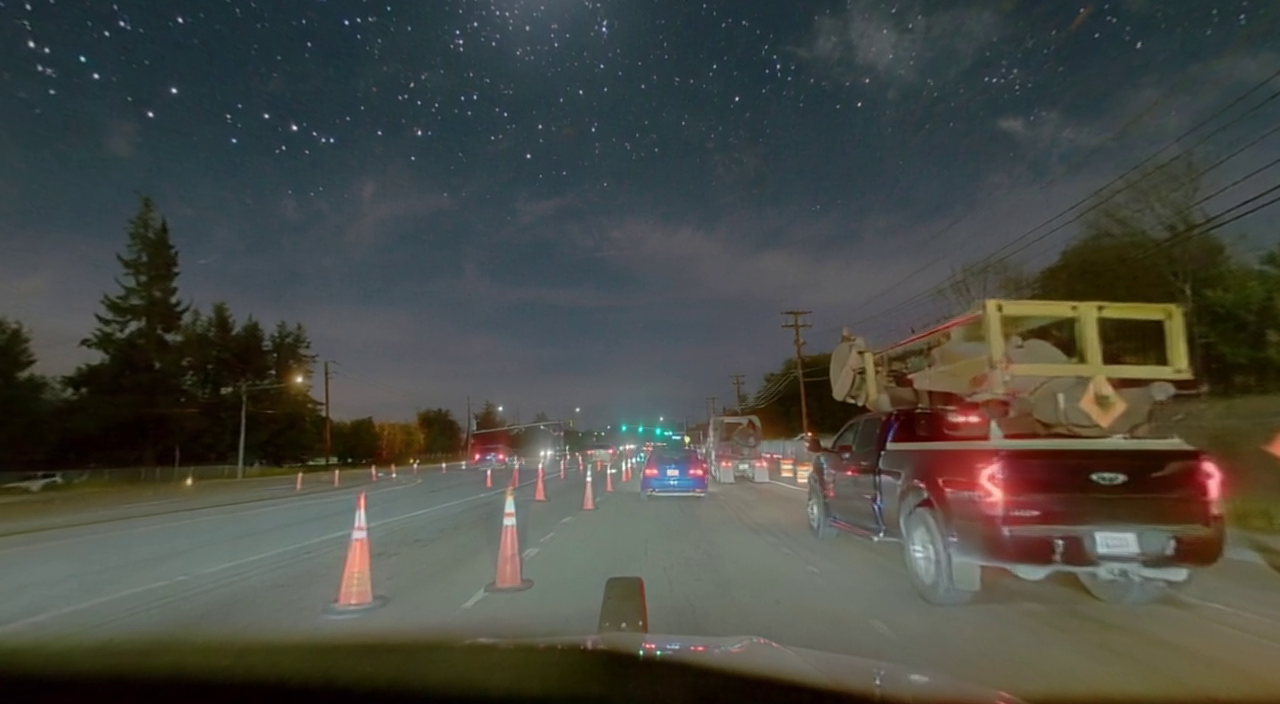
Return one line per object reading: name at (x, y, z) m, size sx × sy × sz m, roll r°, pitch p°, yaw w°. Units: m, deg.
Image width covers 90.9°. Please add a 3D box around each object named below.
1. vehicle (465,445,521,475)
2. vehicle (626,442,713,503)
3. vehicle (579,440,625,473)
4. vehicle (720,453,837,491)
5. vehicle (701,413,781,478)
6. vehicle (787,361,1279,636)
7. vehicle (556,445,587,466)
vehicle at (-7.909, 5.843, 34.494) m, size 2.018 × 1.490 × 4.926 m, roll 0°, pitch -8°, yaw -2°
vehicle at (0.742, 3.248, 17.485) m, size 2.128 × 1.473 × 4.272 m, roll 0°, pitch -8°, yaw 1°
vehicle at (-2.103, 5.944, 35.992) m, size 1.989 × 1.729 × 4.184 m, roll -1°, pitch -9°, yaw 5°
vehicle at (5.030, 4.569, 24.536) m, size 2.554 × 1.217 × 7.611 m, roll 0°, pitch -9°, yaw -2°
vehicle at (4.861, 4.658, 31.577) m, size 2.953 × 2.907 × 6.339 m, roll 0°, pitch -8°, yaw 0°
vehicle at (3.854, 1.524, 7.806) m, size 2.555 × 2.017 × 6.201 m, roll 0°, pitch -9°, yaw 0°
vehicle at (-5.284, 8.095, 49.352) m, size 1.999 × 1.538 × 4.325 m, roll 0°, pitch -9°, yaw -1°
